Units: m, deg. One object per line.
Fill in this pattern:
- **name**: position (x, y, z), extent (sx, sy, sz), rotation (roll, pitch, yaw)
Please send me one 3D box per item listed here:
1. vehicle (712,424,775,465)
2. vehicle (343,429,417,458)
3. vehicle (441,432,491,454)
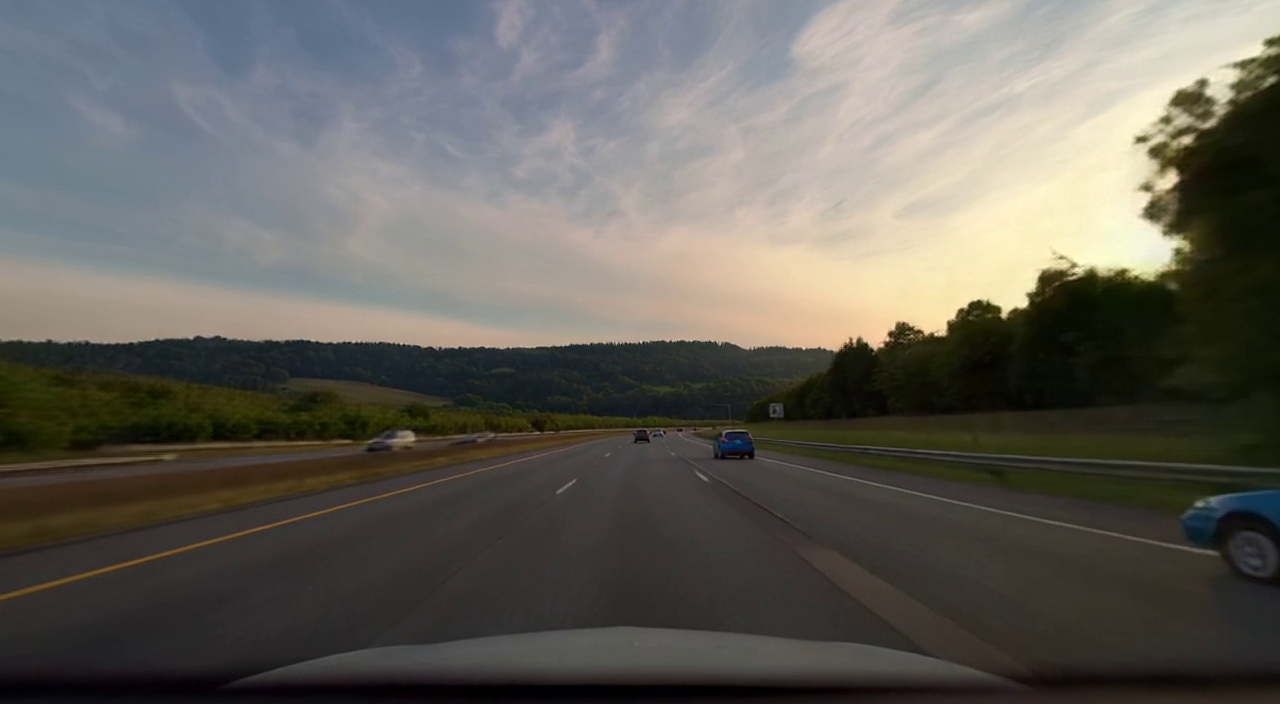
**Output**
- **vehicle**: position (4.057, 3.697, 25.232), extent (1.765, 1.510, 3.762), rotation (0, -8, -2)
- **vehicle**: position (-14.360, 5.090, 35.076), extent (2.089, 1.504, 4.578), rotation (0, -8, 1)
- **vehicle**: position (-10.461, 5.514, 38.081), extent (1.778, 1.254, 4.301), rotation (0, -8, 1)
